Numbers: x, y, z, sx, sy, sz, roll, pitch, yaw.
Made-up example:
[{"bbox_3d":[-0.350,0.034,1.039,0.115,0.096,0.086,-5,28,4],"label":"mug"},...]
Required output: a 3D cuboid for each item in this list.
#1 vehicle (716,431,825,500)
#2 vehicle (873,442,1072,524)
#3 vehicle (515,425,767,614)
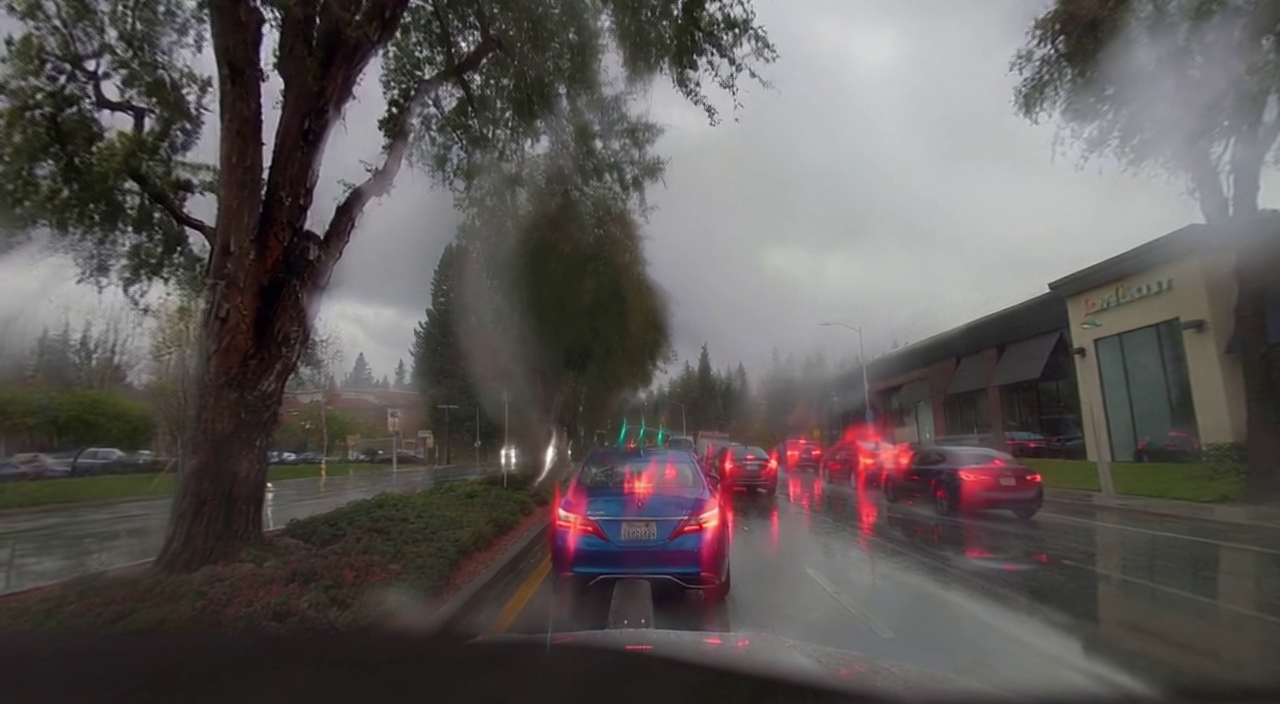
[{"bbox_3d":[3.608,3.229,18.403,2.114,1.736,4.553,0,-8,-1],"label":"vehicle"},{"bbox_3d":[6.864,2.699,13.688,1.911,1.468,4.417,0,-8,0],"label":"vehicle"},{"bbox_3d":[-0.026,1.644,7.210,1.977,1.465,4.376,0,-8,-1],"label":"vehicle"}]
